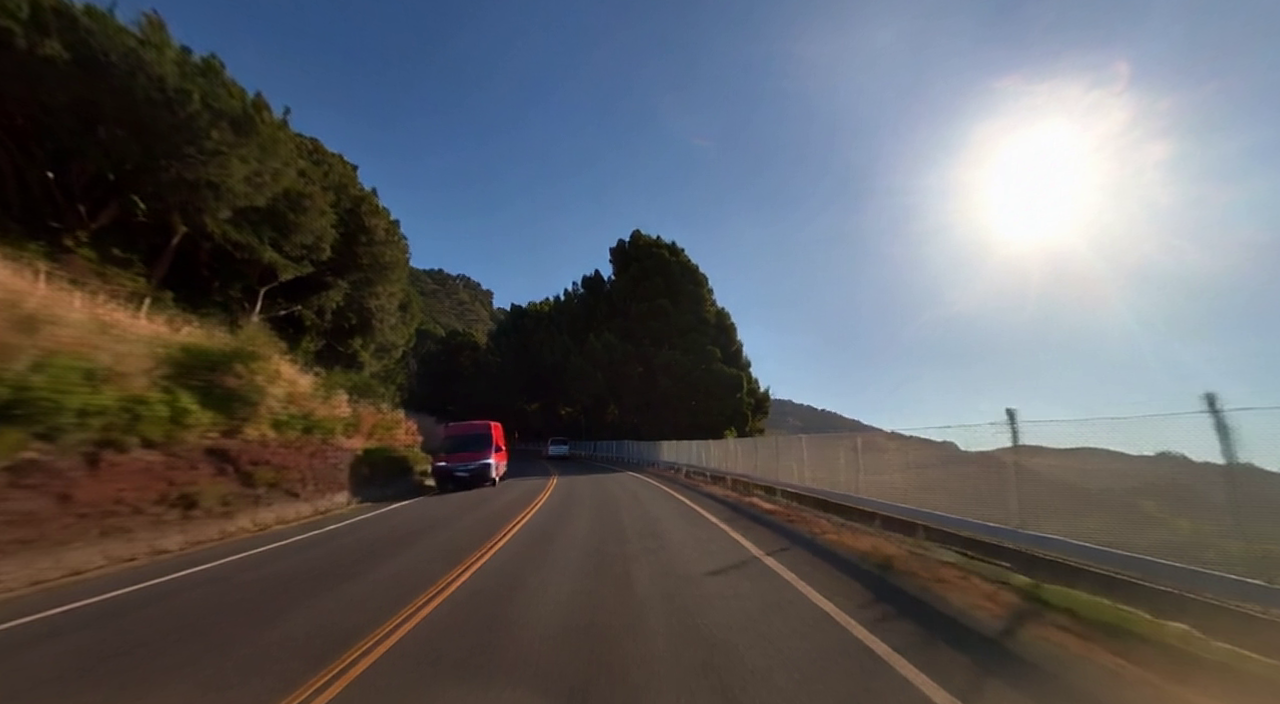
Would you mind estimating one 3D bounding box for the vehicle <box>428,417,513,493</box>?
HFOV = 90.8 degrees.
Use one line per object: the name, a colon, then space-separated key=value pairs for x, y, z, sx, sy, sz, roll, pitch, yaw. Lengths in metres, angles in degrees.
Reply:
vehicle: x=-6.145 y=3.796 z=23.595 sx=2.373 sy=2.488 sz=5.160 roll=1 pitch=-9 yaw=-8
